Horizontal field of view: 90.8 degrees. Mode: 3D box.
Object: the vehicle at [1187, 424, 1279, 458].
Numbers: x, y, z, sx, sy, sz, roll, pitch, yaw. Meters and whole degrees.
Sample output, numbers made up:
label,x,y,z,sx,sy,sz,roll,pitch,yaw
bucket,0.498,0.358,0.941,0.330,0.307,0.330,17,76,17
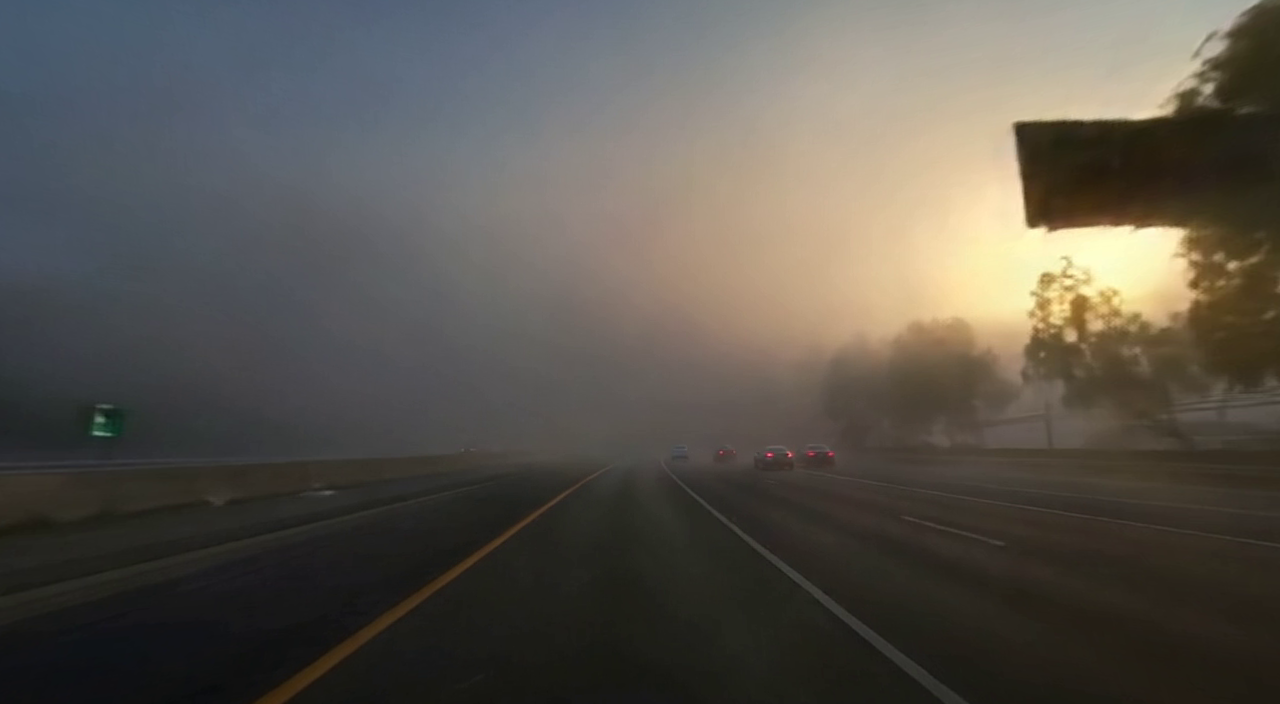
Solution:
label,x,y,z,sx,sy,sz,roll,pitch,yaw
vehicle,29.021,4.200,29.755,1.967,1.491,4.970,0,-9,-1
